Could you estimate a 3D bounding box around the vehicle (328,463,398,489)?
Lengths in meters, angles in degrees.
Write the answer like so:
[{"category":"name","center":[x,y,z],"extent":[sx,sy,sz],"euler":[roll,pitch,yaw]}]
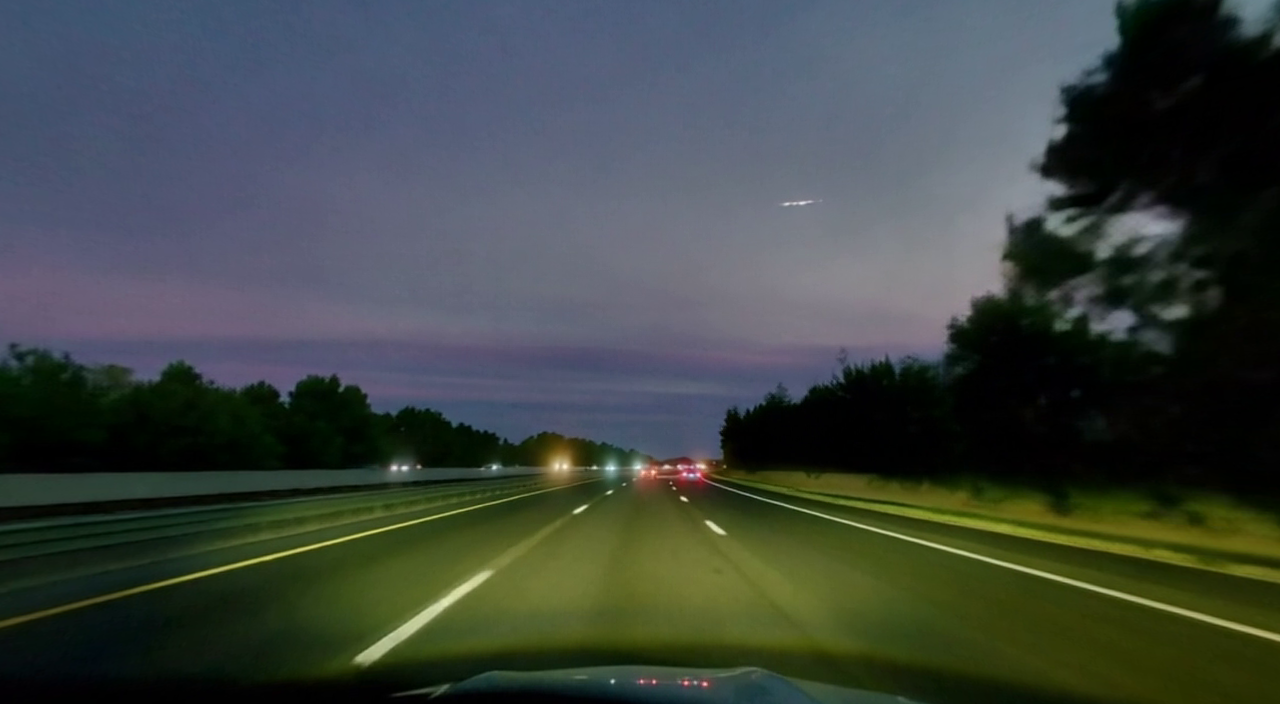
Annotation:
[{"category":"vehicle","center":[-16.079,7.250,36.882],"extent":[2.023,1.373,4.618],"euler":[0,-11,0]}]
